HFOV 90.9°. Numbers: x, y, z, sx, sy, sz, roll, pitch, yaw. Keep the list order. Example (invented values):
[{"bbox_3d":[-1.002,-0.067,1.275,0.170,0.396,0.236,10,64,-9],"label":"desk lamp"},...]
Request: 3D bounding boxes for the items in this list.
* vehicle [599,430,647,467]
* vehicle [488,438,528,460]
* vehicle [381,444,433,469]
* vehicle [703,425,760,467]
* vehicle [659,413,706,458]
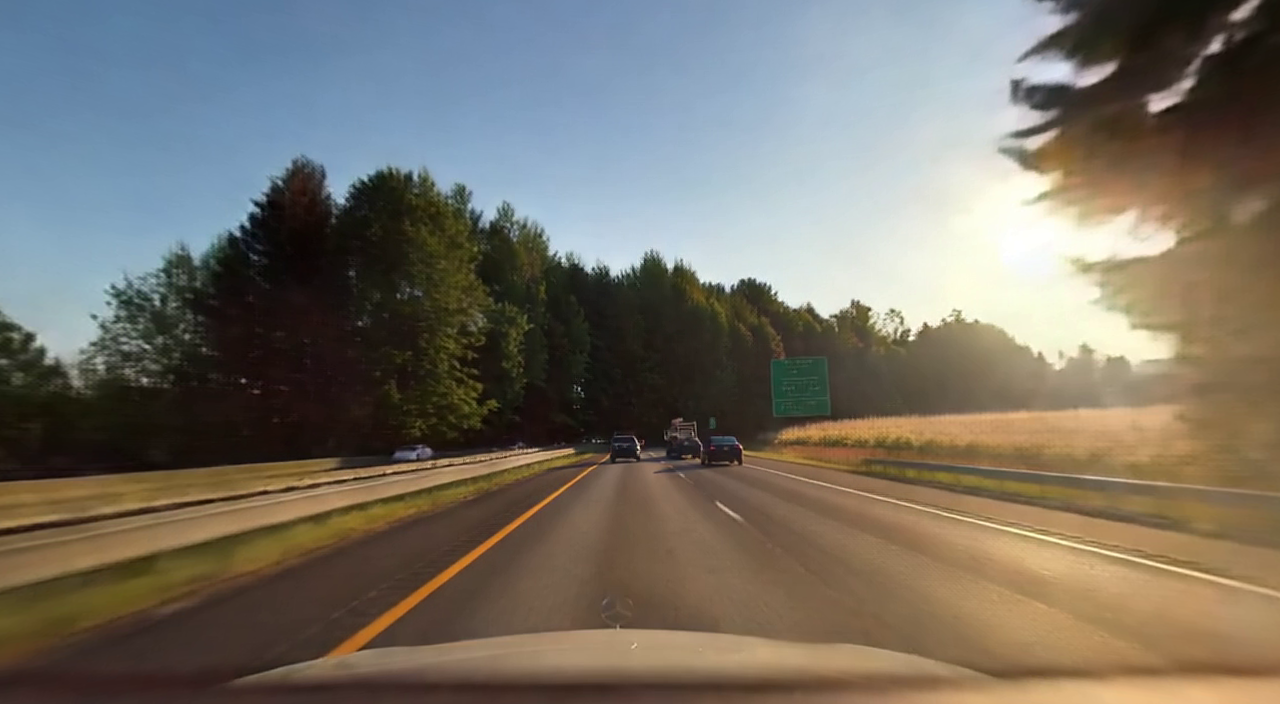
[{"bbox_3d":[-0.824,4.710,31.161,2.206,1.681,4.111,0,-8,-1],"label":"vehicle"},{"bbox_3d":[-10.086,7.439,48.609,2.163,1.522,4.269,0,-8,0],"label":"vehicle"},{"bbox_3d":[-14.390,6.450,39.123,1.806,1.418,3.732,0,-8,-1],"label":"vehicle"},{"bbox_3d":[4.381,4.566,30.869,2.073,1.905,4.023,0,-8,-2],"label":"vehicle"},{"bbox_3d":[2.993,6.190,46.633,2.728,3.053,7.708,0,-8,-1],"label":"vehicle"}]
